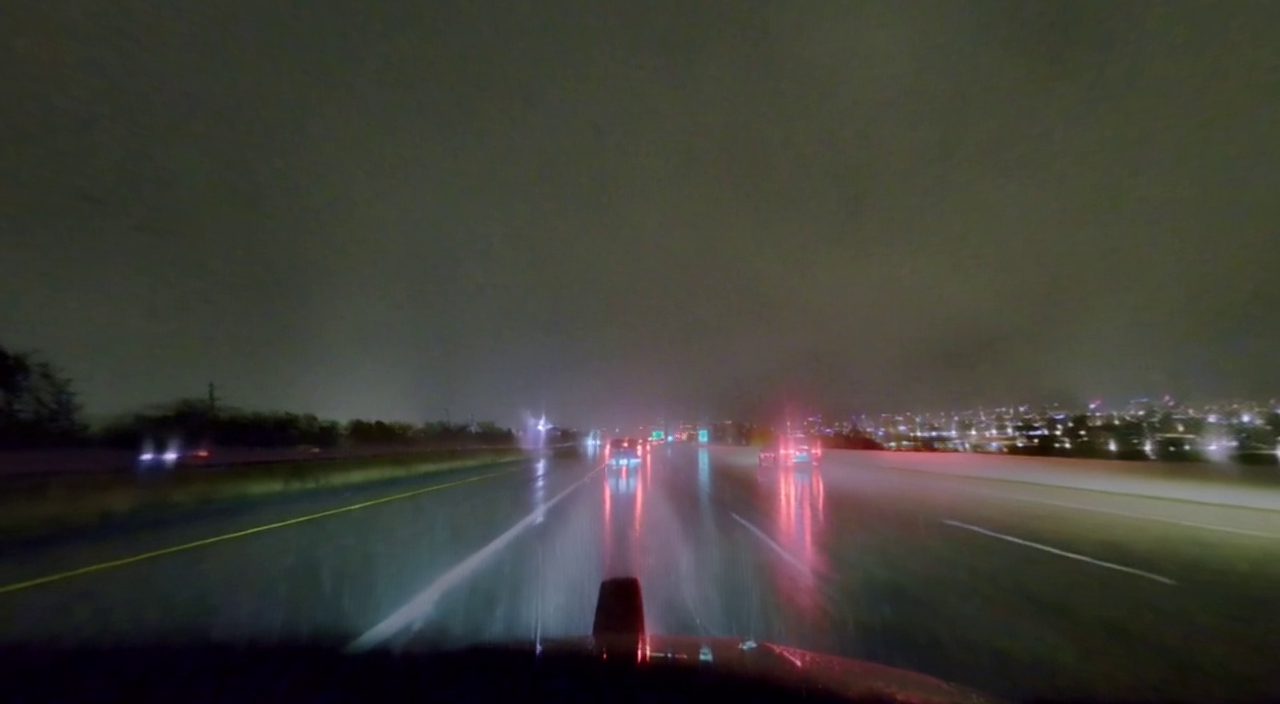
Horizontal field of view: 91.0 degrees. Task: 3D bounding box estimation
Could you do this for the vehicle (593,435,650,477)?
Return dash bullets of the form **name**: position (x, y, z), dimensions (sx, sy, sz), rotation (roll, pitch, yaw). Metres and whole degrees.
- **vehicle**: position (-0.696, 4.243, 25.934), dimensions (2.147, 1.576, 3.964), rotation (0, -8, 0)
